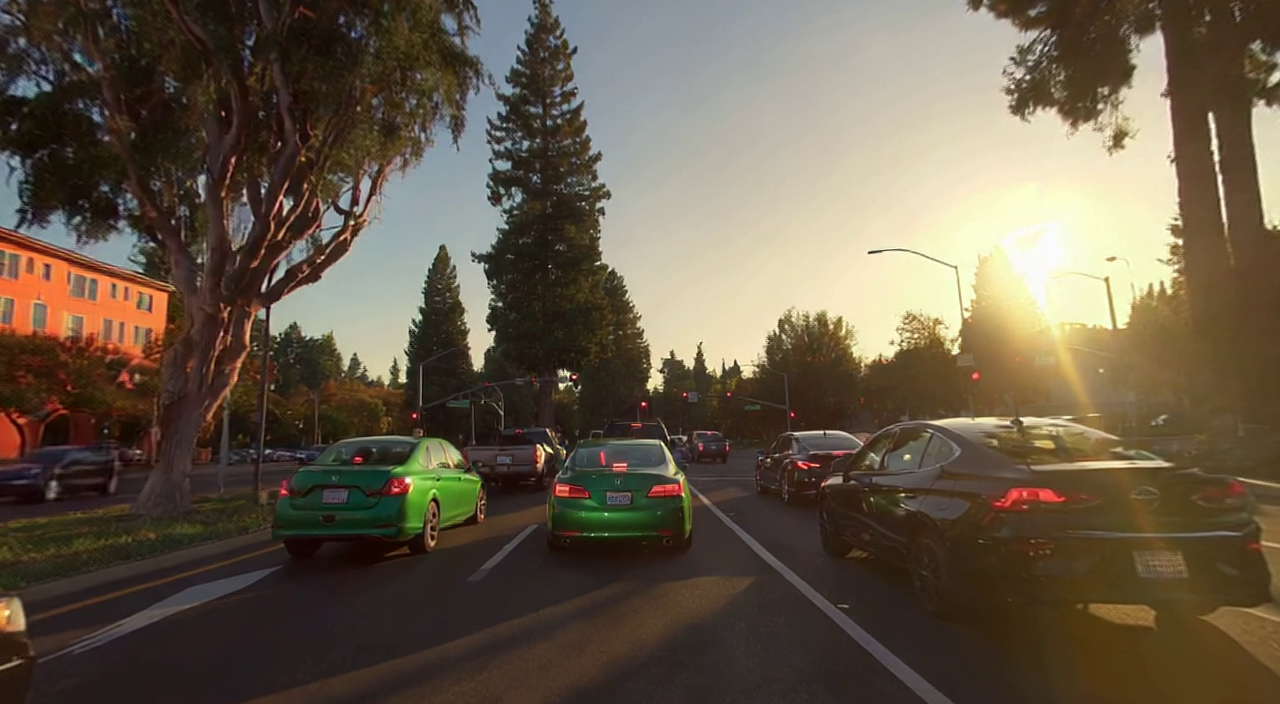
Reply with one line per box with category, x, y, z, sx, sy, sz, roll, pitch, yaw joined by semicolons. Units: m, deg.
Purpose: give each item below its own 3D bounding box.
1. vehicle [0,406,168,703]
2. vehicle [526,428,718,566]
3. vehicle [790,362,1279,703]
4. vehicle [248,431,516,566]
vehicle;-3.353;0.713;0.852;1.863;1.448;4.697;0;-8;-1
vehicle;-0.208;1.828;8.700;2.041;1.450;3.847;0;-8;0
vehicle;3.005;1.233;5.427;2.196;1.676;4.865;0;-8;0
vehicle;-3.205;1.893;8.947;1.917;1.441;4.128;-1;-8;2
